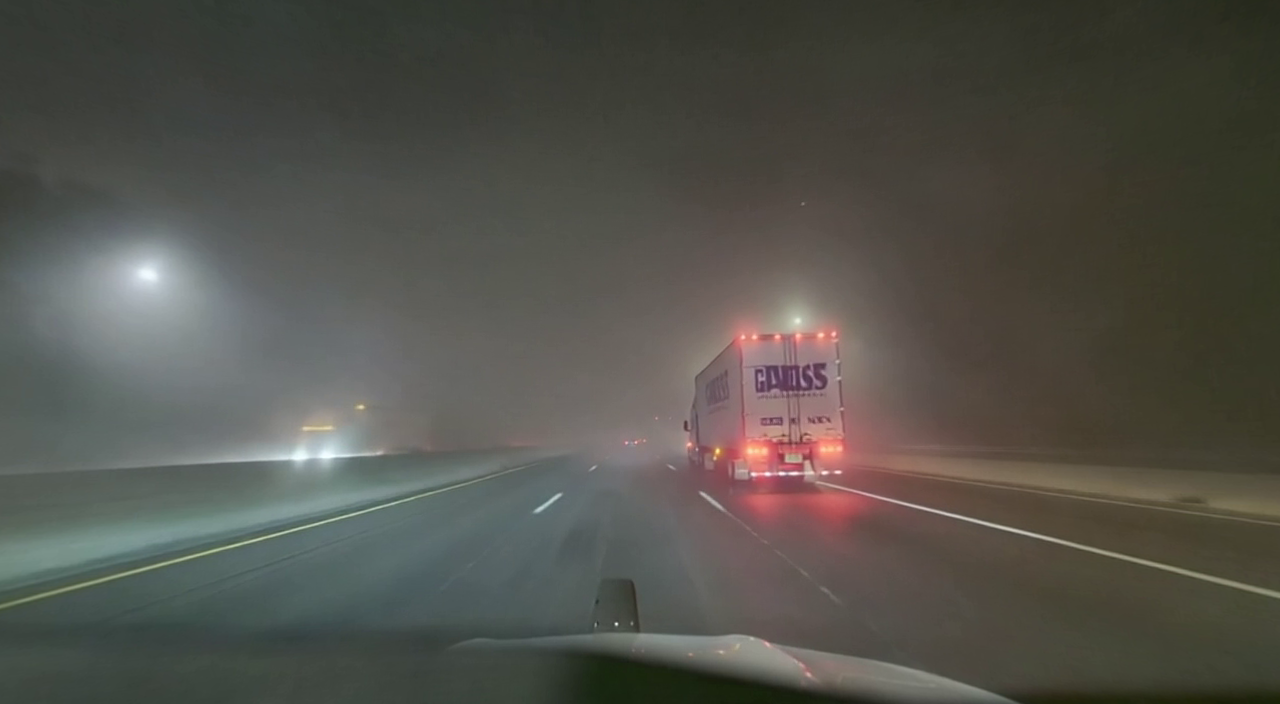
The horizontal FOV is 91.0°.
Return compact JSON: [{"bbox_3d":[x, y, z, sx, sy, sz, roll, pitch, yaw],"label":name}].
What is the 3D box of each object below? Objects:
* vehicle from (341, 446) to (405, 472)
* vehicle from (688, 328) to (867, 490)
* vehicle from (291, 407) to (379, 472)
[{"bbox_3d":[-16.313,6.519,38.685,1.916,1.450,4.484,0,-8,0],"label":"vehicle"},{"bbox_3d":[3.986,2.421,23.103,2.976,4.064,14.619,0,-8,-1],"label":"vehicle"},{"bbox_3d":[-20.599,5.947,42.907,2.959,4.062,5.944,0,-8,-1],"label":"vehicle"}]
